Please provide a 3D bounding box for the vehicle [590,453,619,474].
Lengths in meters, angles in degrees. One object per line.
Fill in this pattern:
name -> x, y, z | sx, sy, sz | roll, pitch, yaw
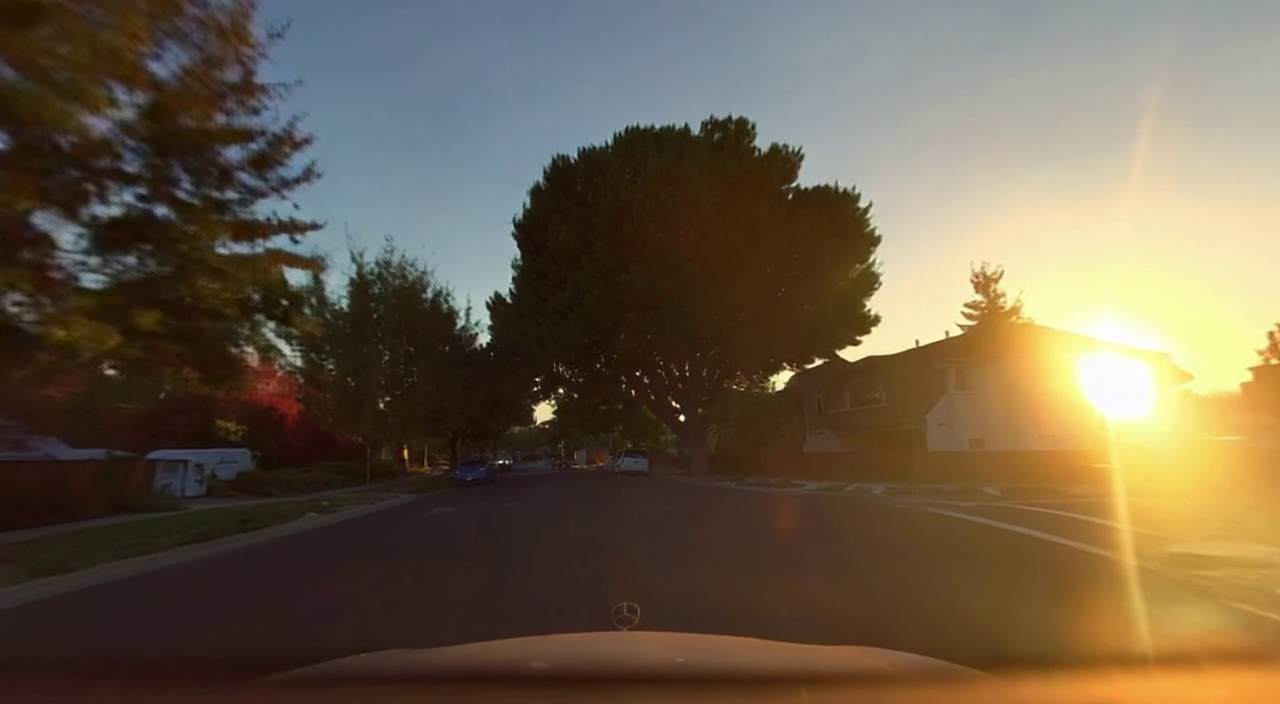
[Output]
vehicle -> -2.674, 8.267, 47.000 | 2.064, 1.477, 3.968 | 1, -9, -4
